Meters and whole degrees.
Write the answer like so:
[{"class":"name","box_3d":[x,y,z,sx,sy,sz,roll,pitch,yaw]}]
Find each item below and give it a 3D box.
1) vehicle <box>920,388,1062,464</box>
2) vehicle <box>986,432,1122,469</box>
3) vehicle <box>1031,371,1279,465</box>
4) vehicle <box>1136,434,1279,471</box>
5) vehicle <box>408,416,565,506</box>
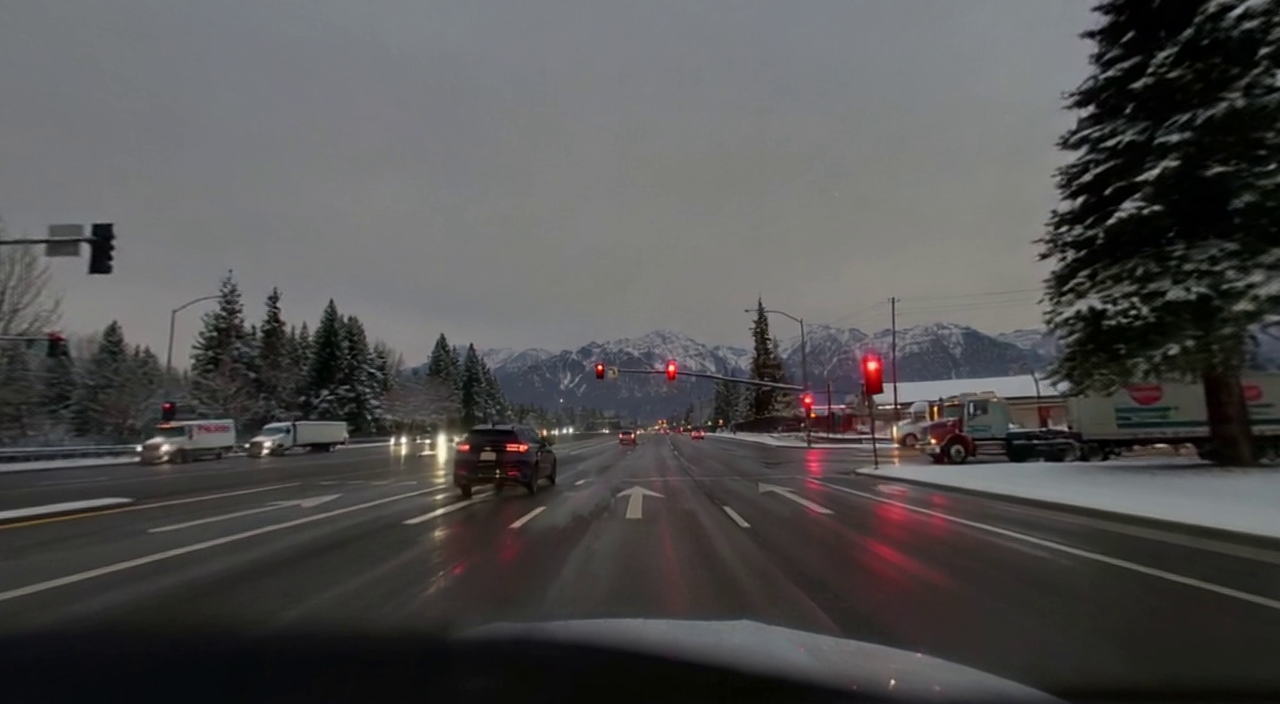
[{"class":"vehicle","box_3d":[18.443,4.001,33.350,5.512,3.865,3.002,0,-10,4]},{"class":"vehicle","box_3d":[19.235,4.599,29.355,4.769,1.638,2.091,0,-9,2]},{"class":"vehicle","box_3d":[30.150,3.454,32.598,16.628,4.605,3.321,-1,-8,6]},{"class":"vehicle","box_3d":[26.370,4.629,28.960,4.992,1.579,2.193,0,-9,2]},{"class":"vehicle","box_3d":[-3.209,2.435,14.300,2.287,1.712,4.537,0,-9,2]}]
